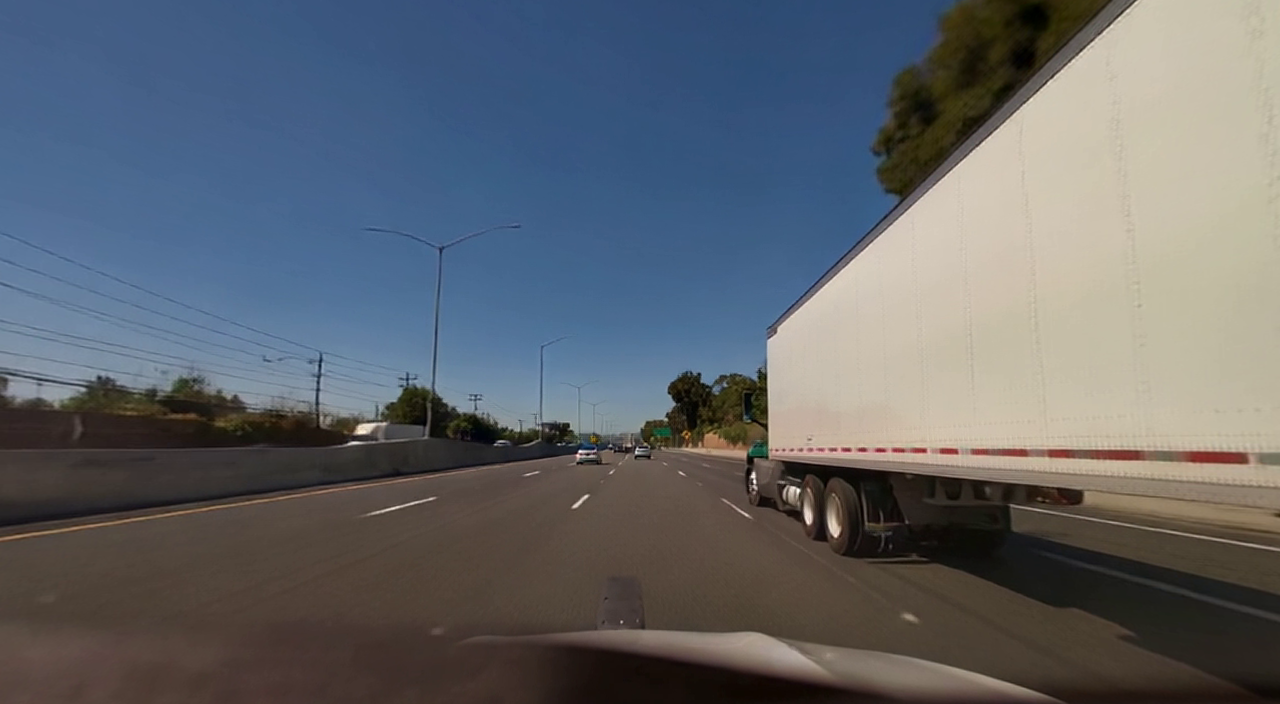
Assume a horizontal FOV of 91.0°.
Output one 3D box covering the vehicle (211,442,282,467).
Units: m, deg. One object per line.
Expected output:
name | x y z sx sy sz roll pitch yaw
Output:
vehicle | -24.740 6.455 39.743 1.893 1.494 3.950 0 -9 0

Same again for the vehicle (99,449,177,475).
vehicle | -28.922 6.335 36.397 1.558 1.409 3.503 0 -9 0

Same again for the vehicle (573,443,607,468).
vehicle | -3.428 7.195 44.017 2.000 1.658 4.155 0 -9 0

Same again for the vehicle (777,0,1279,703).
vehicle | 3.838 -0.156 3.240 2.899 4.078 16.430 0 -8 1
